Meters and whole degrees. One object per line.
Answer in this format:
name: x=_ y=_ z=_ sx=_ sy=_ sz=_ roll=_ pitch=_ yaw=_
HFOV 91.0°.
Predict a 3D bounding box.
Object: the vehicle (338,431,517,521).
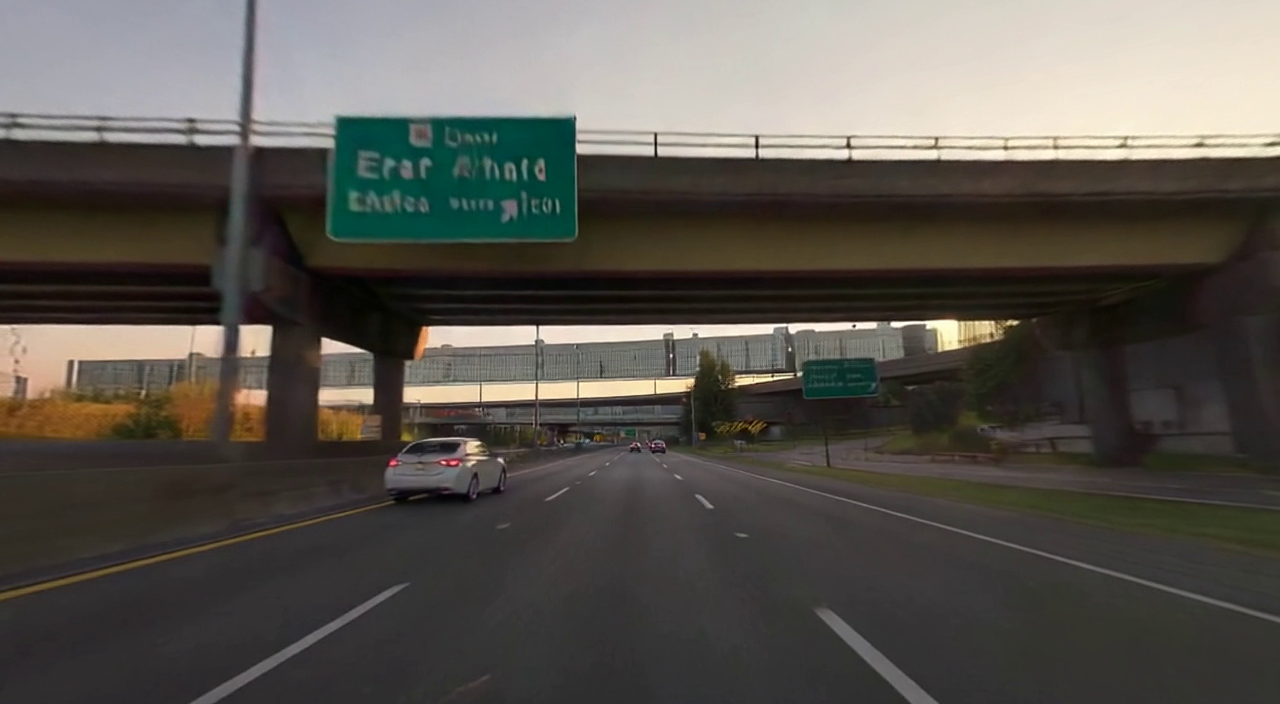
vehicle: x=-3.936 y=2.358 z=12.623 sx=1.934 sy=1.451 sz=4.544 roll=0 pitch=-8 yaw=1
